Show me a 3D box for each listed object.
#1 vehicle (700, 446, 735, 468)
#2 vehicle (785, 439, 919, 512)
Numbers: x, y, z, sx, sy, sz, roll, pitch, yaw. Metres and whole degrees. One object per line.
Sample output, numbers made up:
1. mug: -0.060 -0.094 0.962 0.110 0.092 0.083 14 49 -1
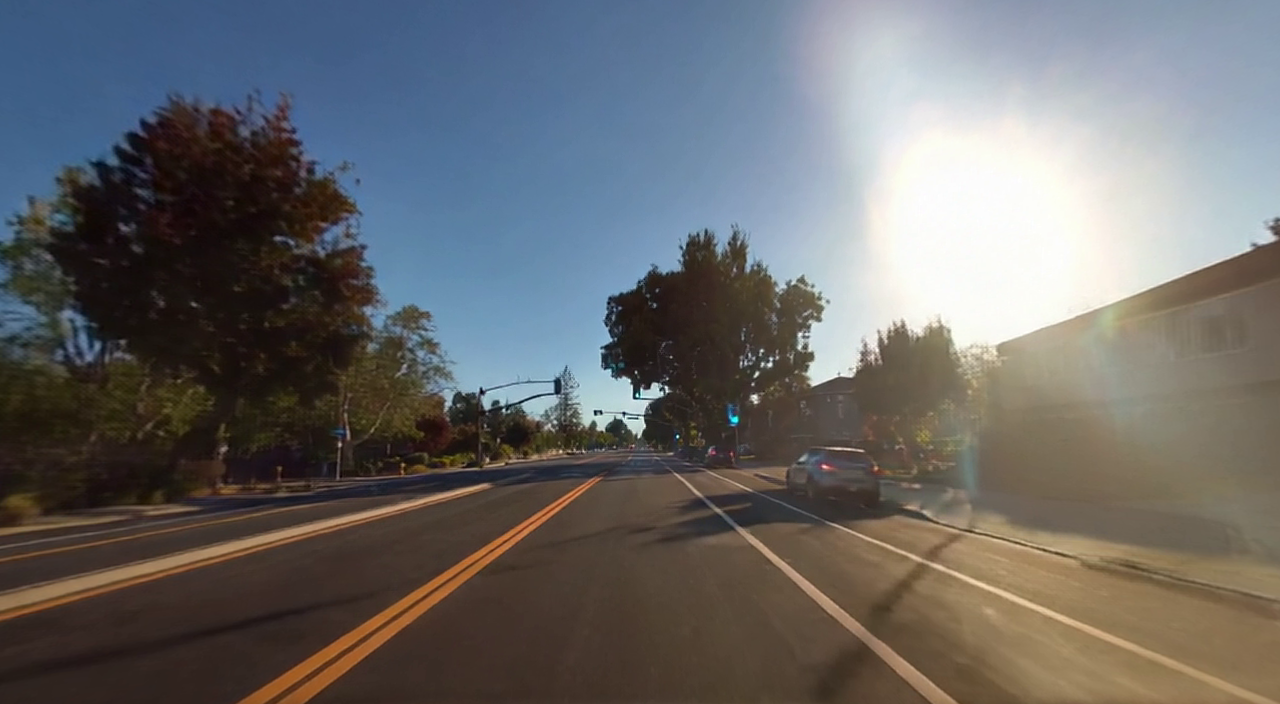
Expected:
1. vehicle: 5.428 7.397 44.713 2.032 1.478 5.040 0 -8 2
2. vehicle: 5.089 2.987 15.794 1.955 1.549 4.129 0 -8 1
